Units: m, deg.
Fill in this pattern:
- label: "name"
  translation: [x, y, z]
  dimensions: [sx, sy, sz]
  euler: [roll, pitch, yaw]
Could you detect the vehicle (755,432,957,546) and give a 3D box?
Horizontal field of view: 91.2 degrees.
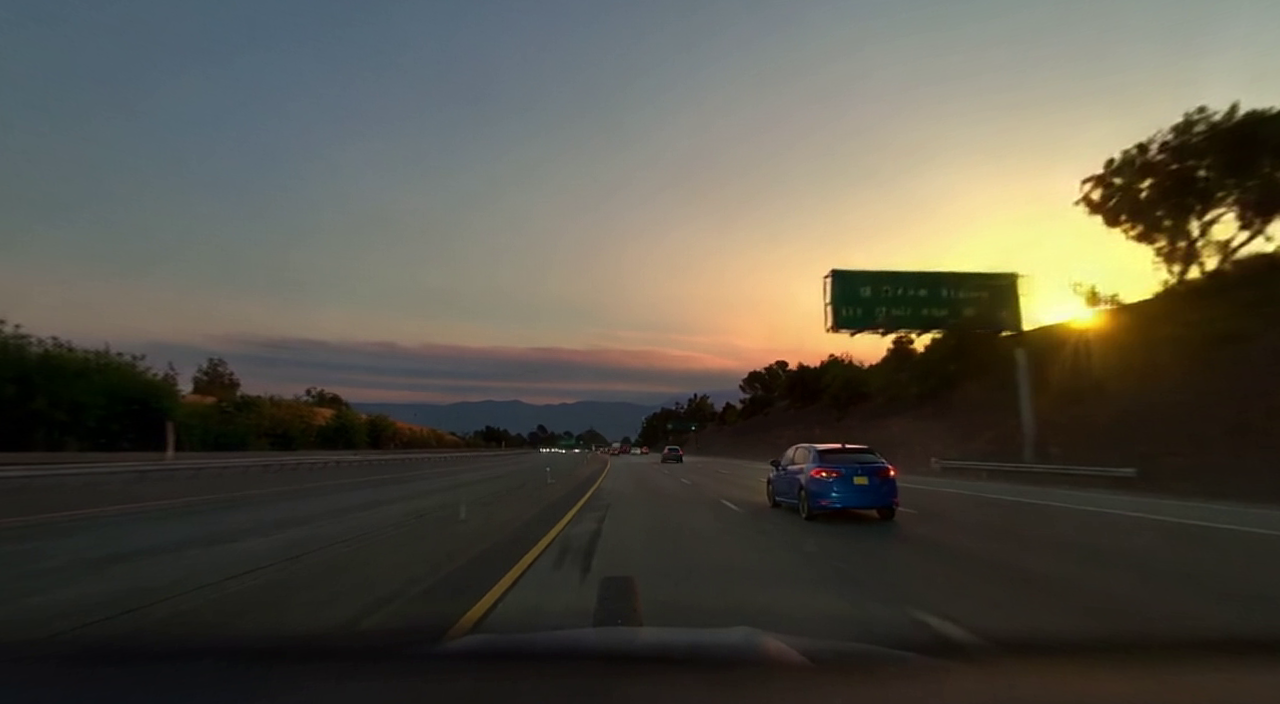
- label: "vehicle"
  translation: [3.495, 2.297, 11.170]
  dimensions: [2.002, 1.604, 4.265]
  euler: [0, -9, -1]
